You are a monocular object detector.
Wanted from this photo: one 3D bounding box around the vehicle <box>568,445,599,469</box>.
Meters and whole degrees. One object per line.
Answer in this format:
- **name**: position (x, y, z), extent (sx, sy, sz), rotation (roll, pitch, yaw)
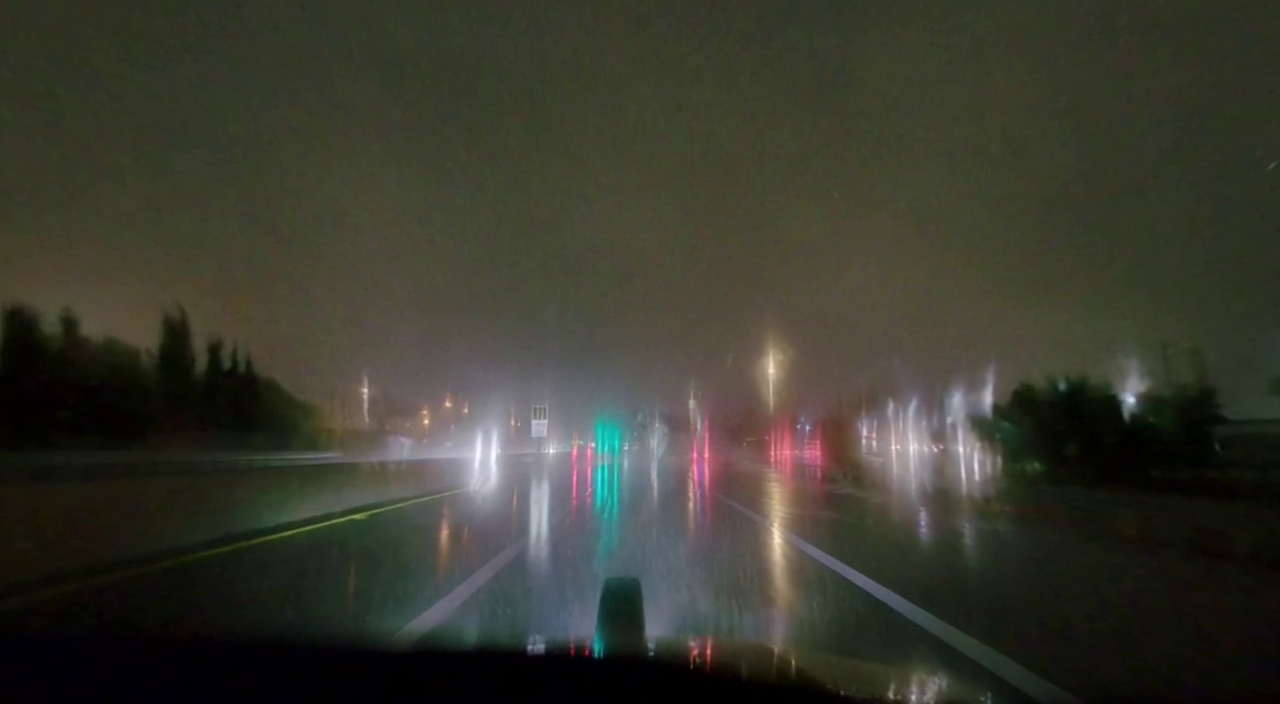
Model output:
- **vehicle**: position (-3.925, 7.344, 44.246), extent (1.835, 1.531, 3.811), rotation (0, -9, -1)
